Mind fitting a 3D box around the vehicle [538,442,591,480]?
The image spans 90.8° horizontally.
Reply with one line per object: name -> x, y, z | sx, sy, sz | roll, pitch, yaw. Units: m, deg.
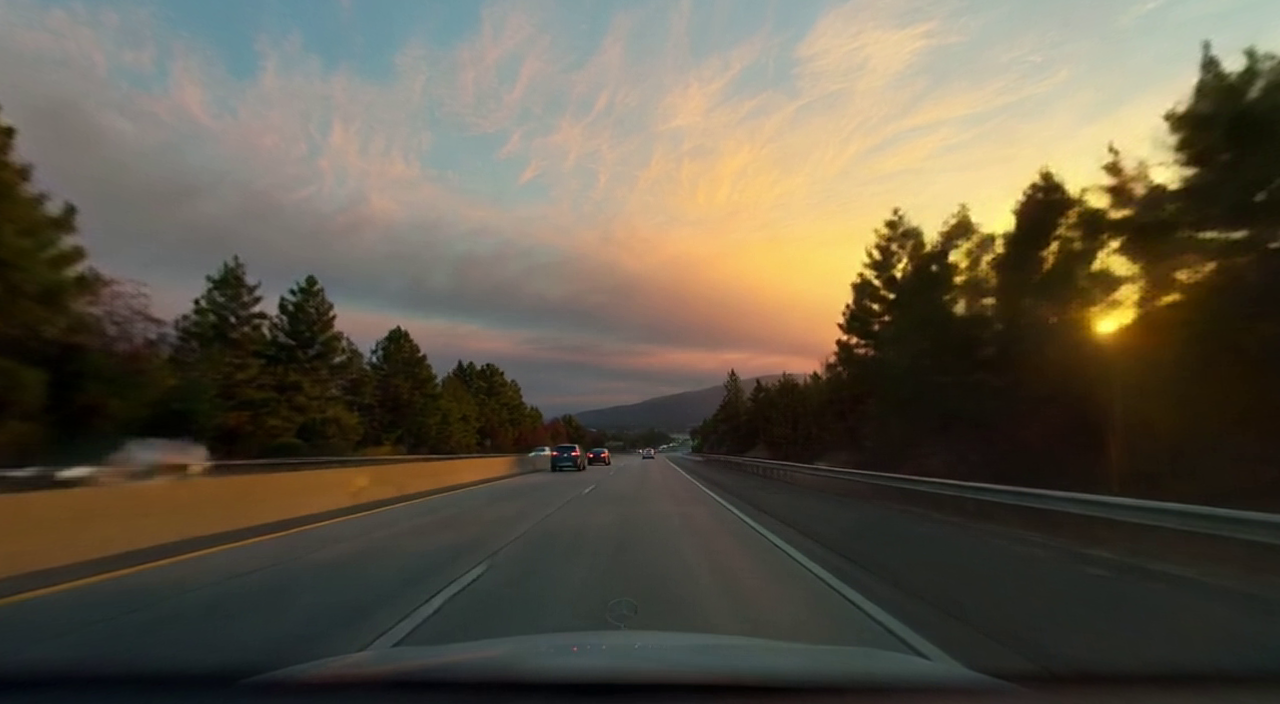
vehicle -> -3.388, 4.967, 29.017 | 1.846, 1.600, 4.108 | 0, -9, 1
